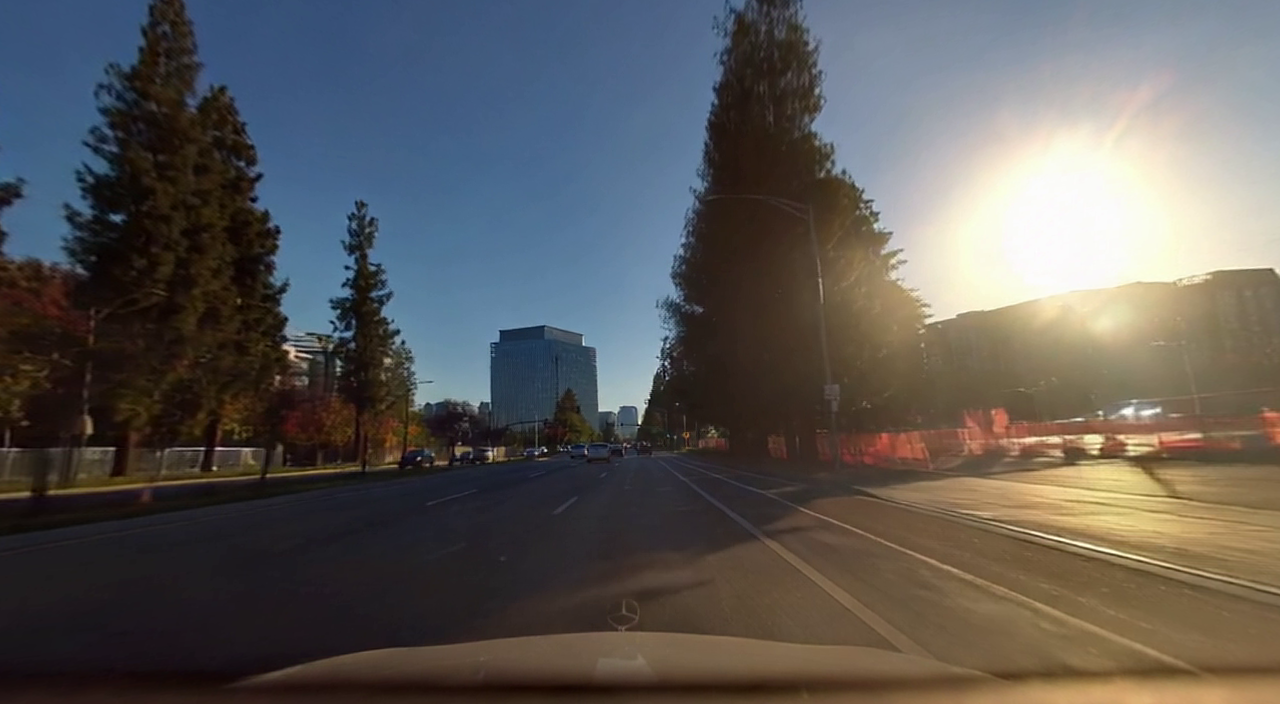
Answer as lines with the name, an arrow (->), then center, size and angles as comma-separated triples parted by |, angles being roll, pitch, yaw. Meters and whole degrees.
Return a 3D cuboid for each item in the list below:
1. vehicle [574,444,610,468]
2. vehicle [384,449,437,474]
vehicle -> -3.333, 7.315, 44.696 | 2.121, 1.654, 3.993 | 0, -8, 1
vehicle -> -15.311, 7.287, 42.327 | 1.899, 1.518, 4.305 | 0, -8, 0
